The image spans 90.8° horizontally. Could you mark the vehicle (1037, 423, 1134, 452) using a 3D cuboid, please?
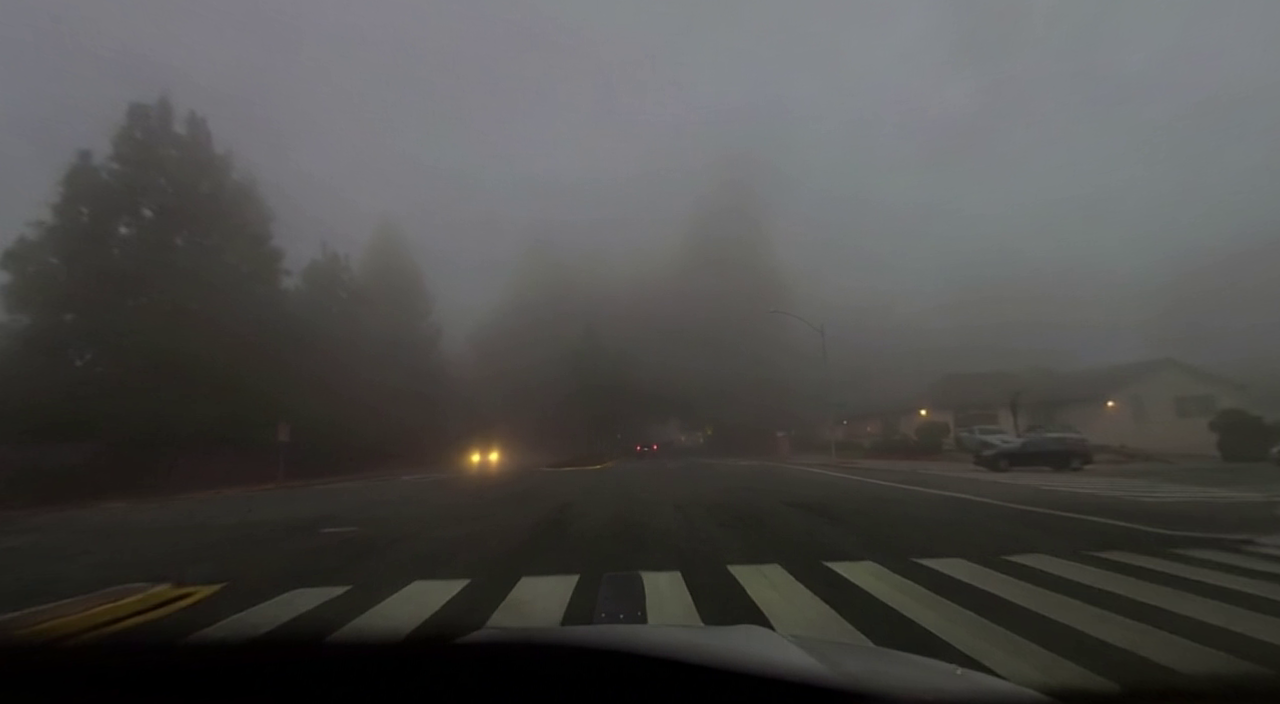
[{"bbox_3d":[24.625,4.776,35.179,1.982,1.503,4.572,0,-8,-2],"label":"vehicle"}]

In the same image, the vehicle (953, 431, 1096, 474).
[{"bbox_3d":[15.948,4.217,26.538,4.696,1.651,2.218,-3,-9,20],"label":"vehicle"}]

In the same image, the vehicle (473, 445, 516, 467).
[{"bbox_3d":[-10.432,7.466,45.648,1.960,1.465,4.194,-1,-8,2],"label":"vehicle"}]
